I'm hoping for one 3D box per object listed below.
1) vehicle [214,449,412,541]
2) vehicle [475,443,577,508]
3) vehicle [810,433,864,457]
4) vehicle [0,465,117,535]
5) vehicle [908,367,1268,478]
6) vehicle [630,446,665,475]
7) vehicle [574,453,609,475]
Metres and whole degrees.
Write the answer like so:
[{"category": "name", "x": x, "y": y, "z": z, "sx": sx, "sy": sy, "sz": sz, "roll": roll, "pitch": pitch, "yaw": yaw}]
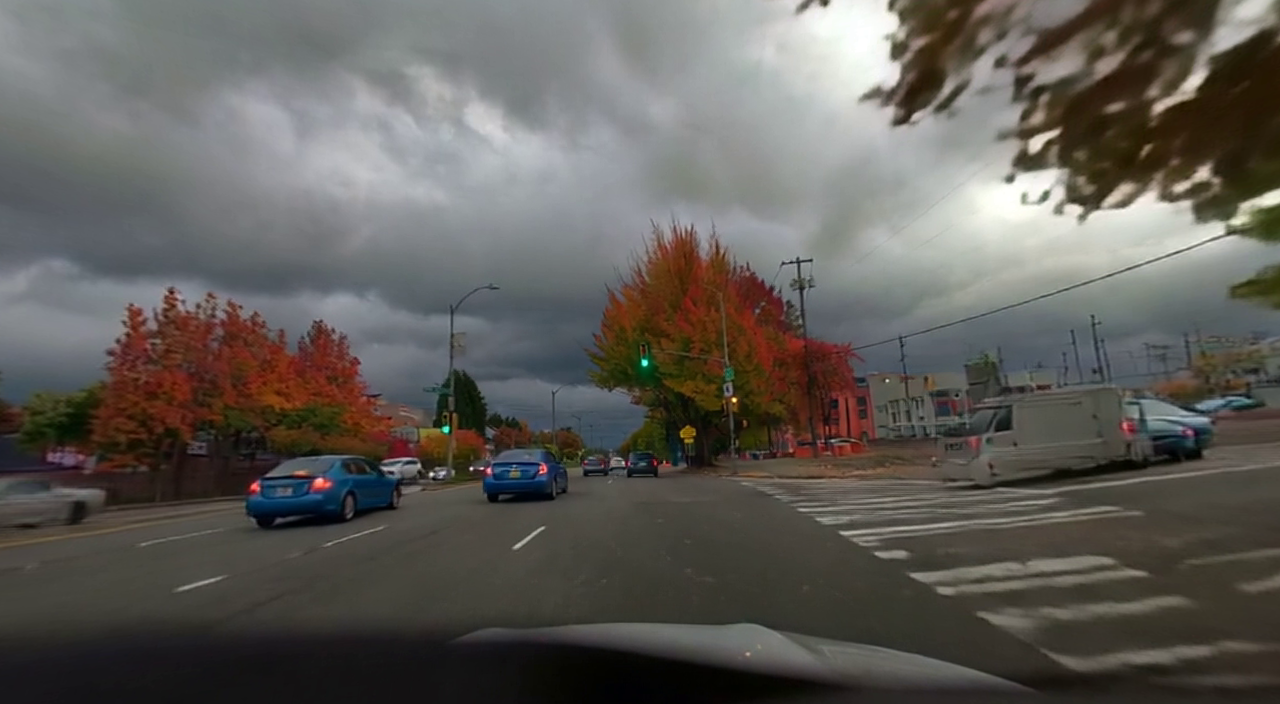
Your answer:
[{"category": "vehicle", "x": -6.717, "y": 2.918, "z": 13.596, "sx": 1.932, "sy": 1.596, "sz": 4.247, "roll": 0, "pitch": -8, "yaw": 1}, {"category": "vehicle", "x": -3.211, "y": 3.548, "z": 18.730, "sx": 2.085, "sy": 1.663, "sz": 4.513, "roll": 0, "pitch": -8, "yaw": 1}, {"category": "vehicle", "x": 15.032, "y": 7.162, "z": 48.272, "sx": 1.826, "sy": 1.474, "sz": 4.254, "roll": -1, "pitch": -11, "yaw": -14}, {"category": "vehicle", "x": -19.194, "y": 4.476, "z": 19.304, "sx": 2.031, "sy": 1.818, "sz": 4.887, "roll": 0, "pitch": -8, "yaw": 0}, {"category": "vehicle", "x": 9.959, "y": 1.671, "z": 14.444, "sx": 6.464, "sy": 2.280, "sz": 2.483, "roll": 1, "pitch": -8, "yaw": -4}, {"category": "vehicle", "x": 0.427, "y": 7.006, "z": 40.872, "sx": 2.144, "sy": 1.704, "sz": 4.028, "roll": 0, "pitch": -8, "yaw": -1}, {"category": "vehicle", "x": -3.513, "y": 8.195, "z": 46.242, "sx": 2.068, "sy": 1.482, "sz": 4.490, "roll": 0, "pitch": -8, "yaw": 2}]
